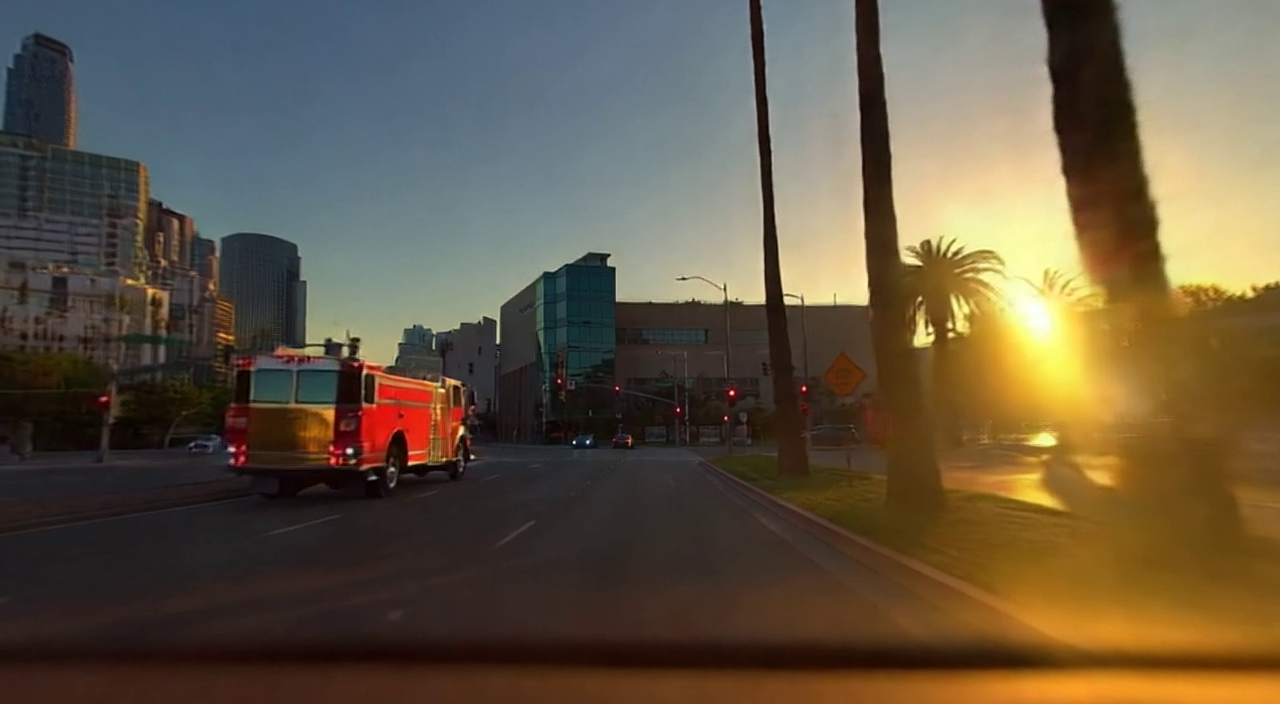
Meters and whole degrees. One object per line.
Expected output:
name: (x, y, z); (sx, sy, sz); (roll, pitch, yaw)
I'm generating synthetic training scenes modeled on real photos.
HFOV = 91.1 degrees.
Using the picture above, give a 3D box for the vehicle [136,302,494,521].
vehicle: (-6.845, 1.826, 16.558); (3.008, 3.730, 11.786); (0, -8, 1)
